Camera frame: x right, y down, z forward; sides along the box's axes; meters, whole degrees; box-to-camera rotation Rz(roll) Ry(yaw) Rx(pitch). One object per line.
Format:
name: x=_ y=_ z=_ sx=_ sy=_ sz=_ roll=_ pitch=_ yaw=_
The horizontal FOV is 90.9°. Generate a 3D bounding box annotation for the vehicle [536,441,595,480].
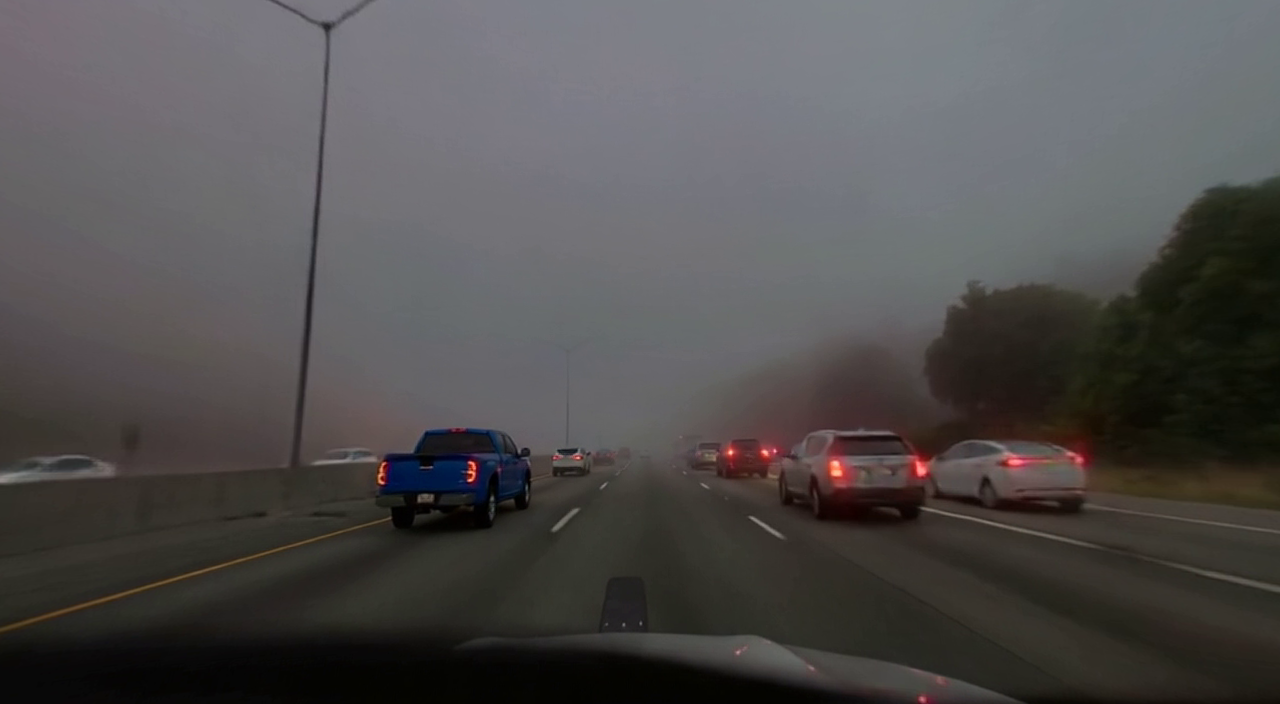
vehicle: x=-3.263 y=4.872 z=28.614 sx=1.974 sy=1.589 sz=5.047 roll=-1 pitch=-8 yaw=1

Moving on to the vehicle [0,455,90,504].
vehicle: x=-23.649 y=4.747 z=23.593 sx=1.957 sy=1.682 sz=4.535 roll=-1 pitch=-8 yaw=1

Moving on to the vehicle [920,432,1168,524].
vehicle: x=7.599 y=2.392 z=12.594 sx=1.904 sy=1.473 sz=4.598 roll=0 pitch=-8 yaw=0

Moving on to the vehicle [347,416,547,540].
vehicle: x=-3.160 y=2.179 z=11.588 sx=2.139 sy=1.764 sz=4.707 roll=-1 pitch=-8 yaw=1

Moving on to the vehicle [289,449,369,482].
vehicle: x=-15.829 y=5.762 z=32.366 sx=1.801 sy=1.551 sz=4.440 roll=-1 pitch=-8 yaw=1

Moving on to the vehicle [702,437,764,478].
vehicle: x=4.118 y=4.739 z=28.627 sx=2.023 sy=1.670 sz=4.869 roll=0 pitch=-8 yaw=-1

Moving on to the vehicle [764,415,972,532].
vehicle: x=3.976 y=2.217 z=12.122 sx=2.144 sy=1.752 sz=4.765 roll=0 pitch=-8 yaw=-1
